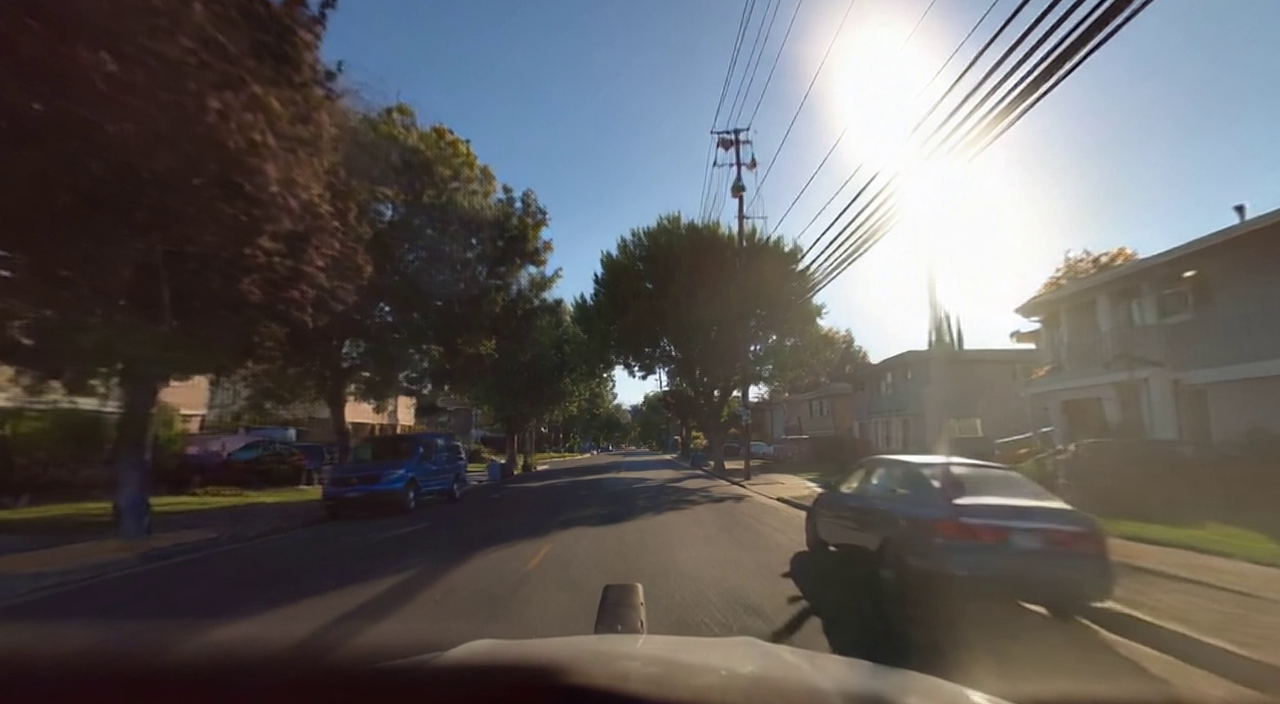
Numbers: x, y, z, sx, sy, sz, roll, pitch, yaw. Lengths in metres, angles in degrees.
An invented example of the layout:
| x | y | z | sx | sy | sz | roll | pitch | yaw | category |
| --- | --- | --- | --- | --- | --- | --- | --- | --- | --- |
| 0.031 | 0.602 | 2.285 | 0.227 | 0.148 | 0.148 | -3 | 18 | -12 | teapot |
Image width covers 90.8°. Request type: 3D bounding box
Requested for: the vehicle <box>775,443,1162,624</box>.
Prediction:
| x | y | z | sx | sy | sz | roll | pitch | yaw | category |
| --- | --- | --- | --- | --- | --- | --- | --- | --- | --- |
| 3.190 | 1.829 | 7.474 | 1.944 | 1.439 | 4.500 | 1 | -9 | -4 | vehicle |

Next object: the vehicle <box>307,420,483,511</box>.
| x | y | z | sx | sy | sz | roll | pitch | yaw | category |
| --- | --- | --- | --- | --- | --- | --- | --- | --- | --- |
| -5.892 | 2.830 | 16.115 | 2.263 | 1.915 | 5.071 | -1 | -9 | 2 | vehicle |
